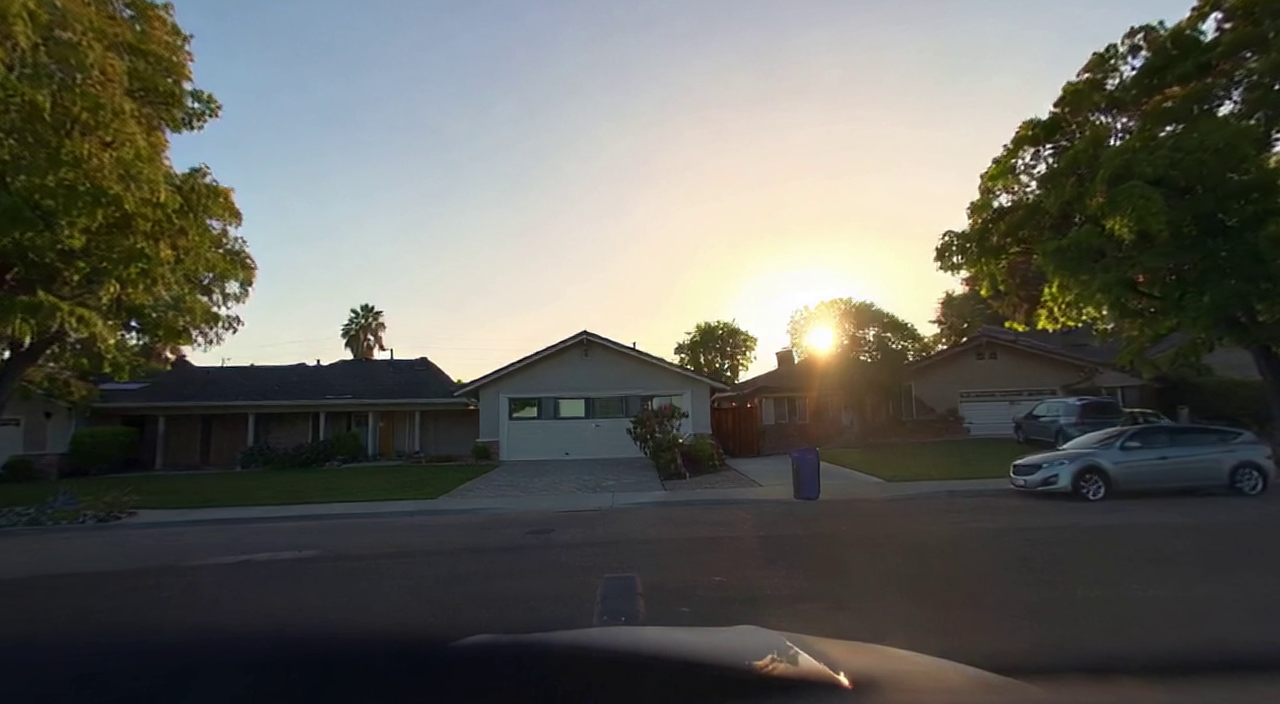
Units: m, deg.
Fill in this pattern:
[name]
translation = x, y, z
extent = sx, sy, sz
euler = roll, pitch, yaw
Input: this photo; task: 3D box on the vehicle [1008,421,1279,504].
[vehicle]
translation = 10.802, 2.329, 13.420
extent = 4.658, 1.615, 1.894
euler = 0, -8, -2
